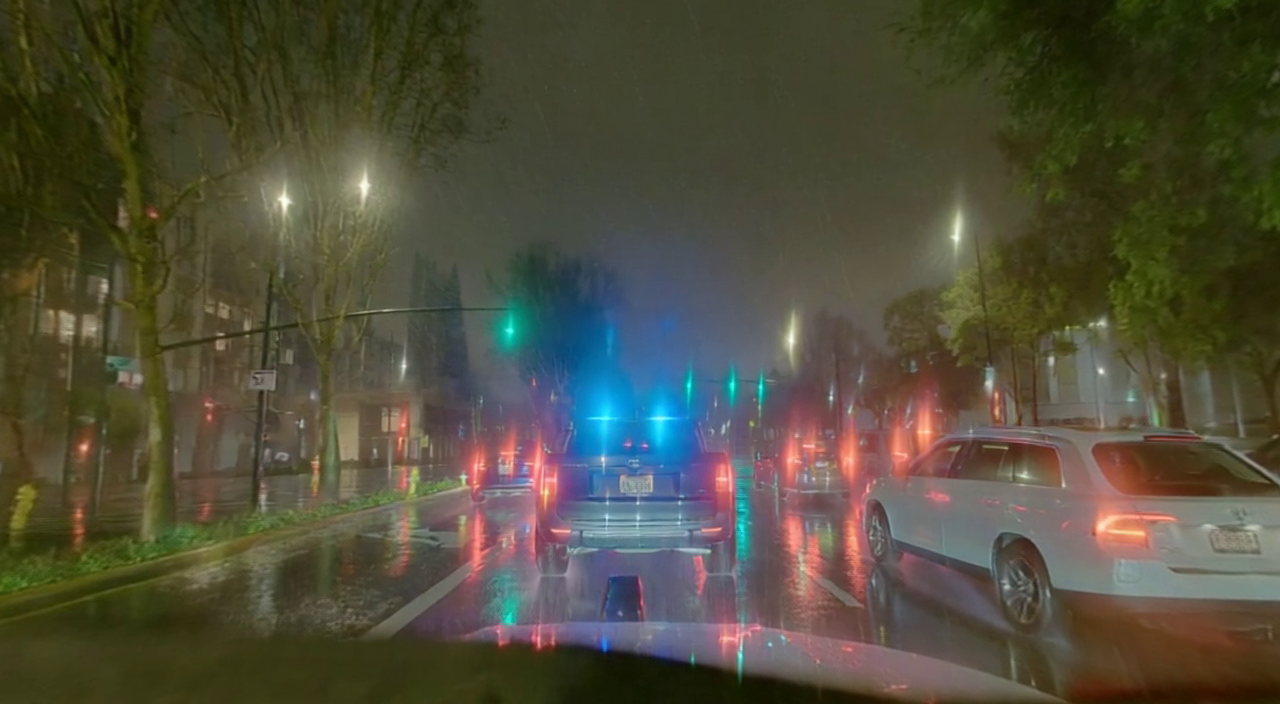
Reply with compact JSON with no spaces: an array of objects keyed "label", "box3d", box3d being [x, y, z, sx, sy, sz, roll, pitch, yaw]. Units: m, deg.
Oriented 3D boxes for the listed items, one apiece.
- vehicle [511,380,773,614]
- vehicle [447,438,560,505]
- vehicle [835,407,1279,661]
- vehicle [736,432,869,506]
[{"label":"vehicle","box3d":[-0.039,1.461,7.277,2.038,1.819,4.505,0,-8,-1]},{"label":"vehicle","box3d":[-3.313,2.984,16.208,1.913,1.464,4.276,0,-8,0]},{"label":"vehicle","box3d":[3.636,1.408,6.071,1.995,1.483,4.533,0,-8,-1]},{"label":"vehicle","box3d":[3.642,2.706,15.057,1.940,1.474,4.234,0,-8,-1]}]
